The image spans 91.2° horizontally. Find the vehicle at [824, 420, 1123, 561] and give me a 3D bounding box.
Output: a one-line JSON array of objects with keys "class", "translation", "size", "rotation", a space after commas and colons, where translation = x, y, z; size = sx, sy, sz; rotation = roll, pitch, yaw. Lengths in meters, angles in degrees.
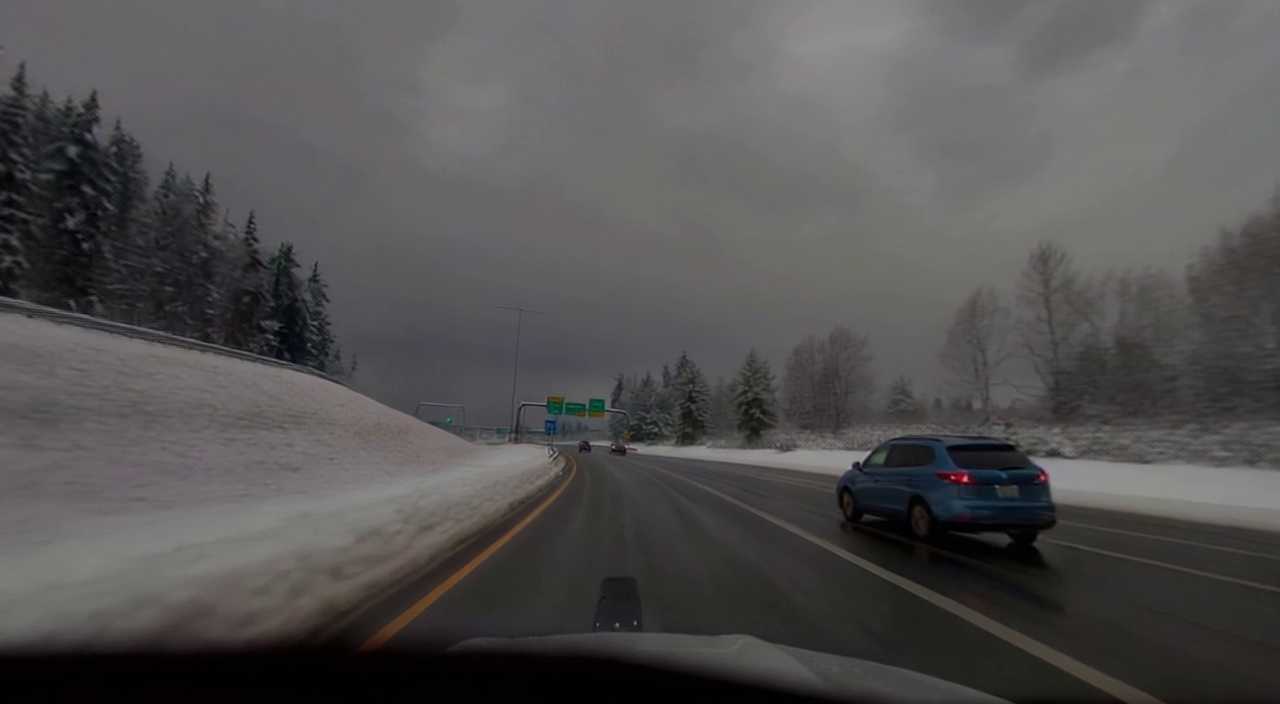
[{"class": "vehicle", "translation": [4.348, 1.868, 9.101], "size": [1.952, 1.536, 4.036], "rotation": [0, -9, -3]}]
